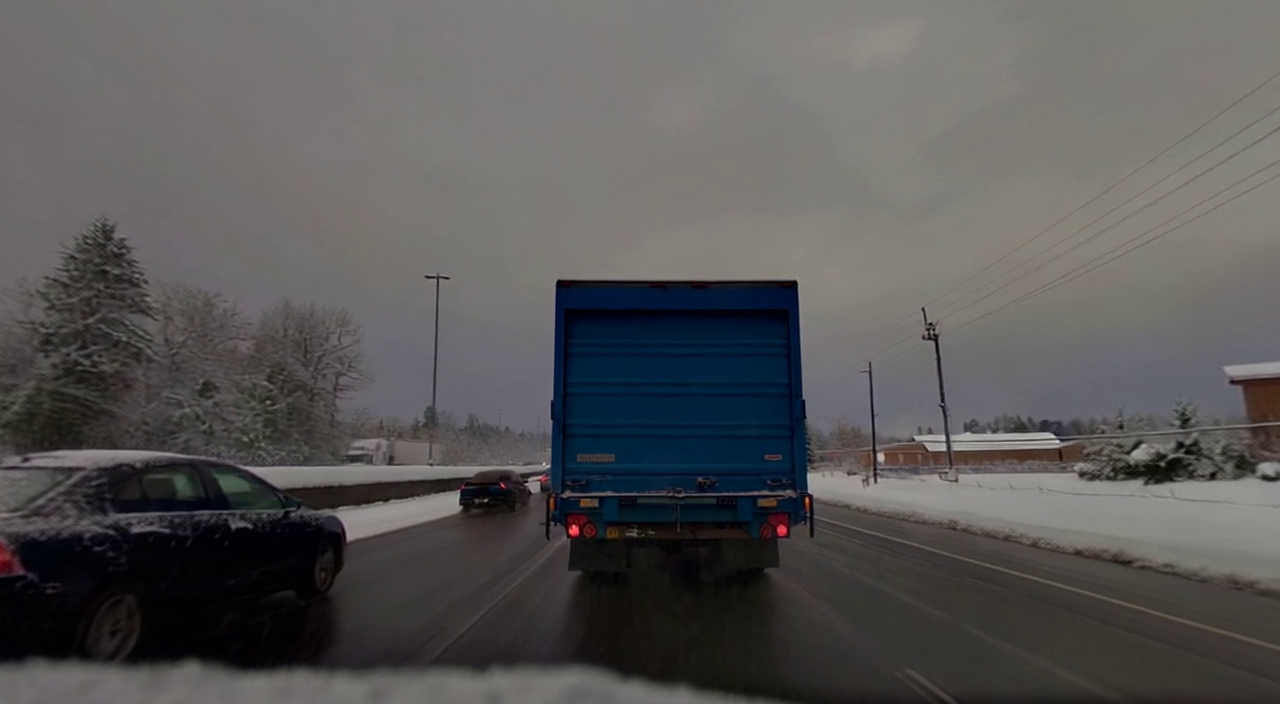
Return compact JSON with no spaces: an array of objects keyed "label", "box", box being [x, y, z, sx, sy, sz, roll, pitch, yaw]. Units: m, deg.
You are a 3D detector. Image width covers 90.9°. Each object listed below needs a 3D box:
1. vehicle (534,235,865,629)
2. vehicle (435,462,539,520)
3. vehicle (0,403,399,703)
[{"label":"vehicle","box":[0.671,1.414,9.998,2.831,3.529,8.689,0,-11,2]},{"label":"vehicle","box":[-4.360,4.038,18.717,1.891,1.469,4.431,0,-11,1]},{"label":"vehicle","box":[-3.875,1.377,4.780,1.983,1.575,4.973,0,-11,1]}]
